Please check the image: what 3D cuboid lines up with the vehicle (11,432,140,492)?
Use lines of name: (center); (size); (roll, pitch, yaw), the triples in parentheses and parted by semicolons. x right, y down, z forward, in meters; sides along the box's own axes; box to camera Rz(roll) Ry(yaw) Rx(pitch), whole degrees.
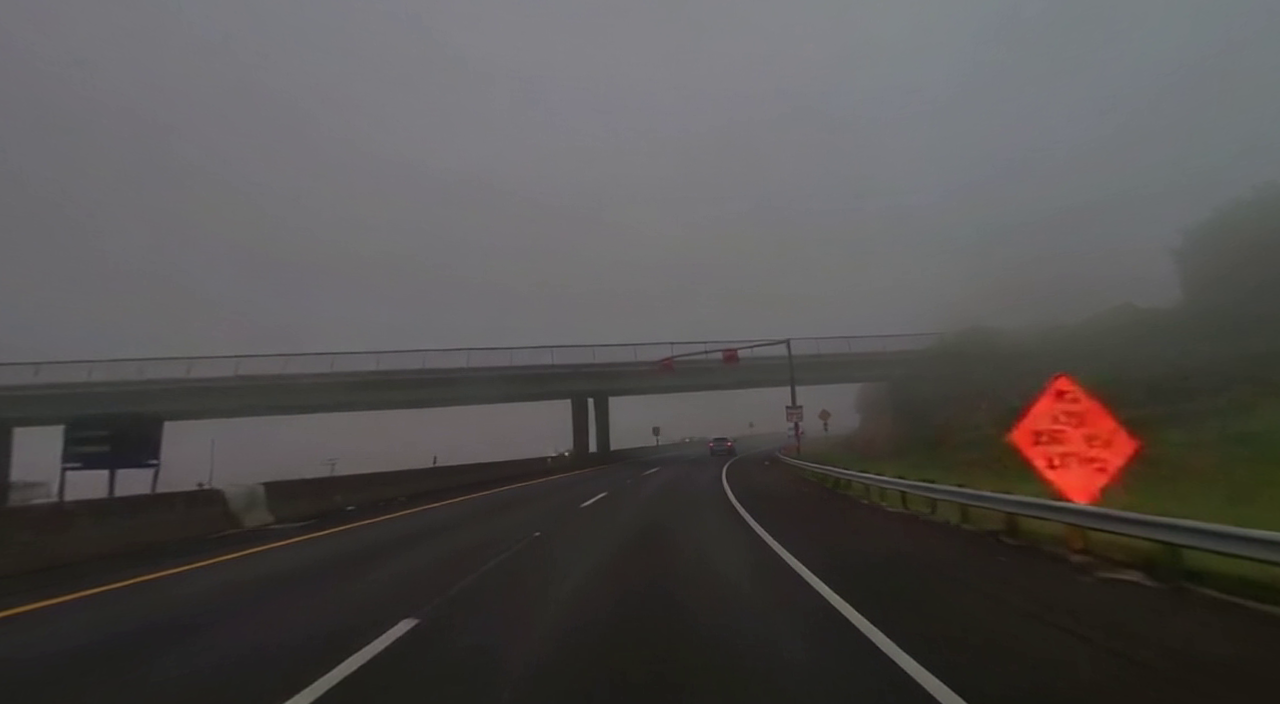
vehicle: (-31.744, 6.187, 35.745); (3.208, 3.081, 4.948); (2, -9, -13)
